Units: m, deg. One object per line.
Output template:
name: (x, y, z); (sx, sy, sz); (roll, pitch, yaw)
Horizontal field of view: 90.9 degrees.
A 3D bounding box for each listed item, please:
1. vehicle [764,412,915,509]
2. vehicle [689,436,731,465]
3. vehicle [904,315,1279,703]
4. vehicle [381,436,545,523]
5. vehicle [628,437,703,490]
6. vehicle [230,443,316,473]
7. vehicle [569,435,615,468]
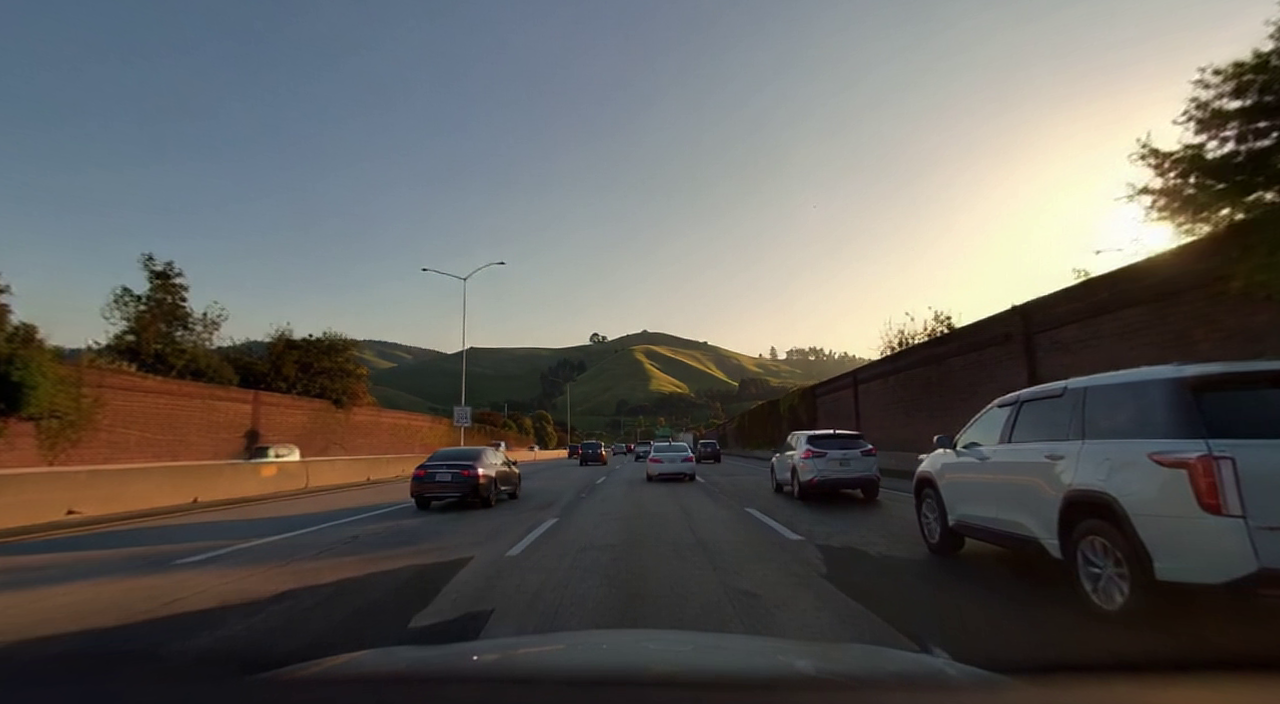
vehicle: (4.348, 2.444, 14.657); (1.970, 1.872, 4.575); (0, -8, 0)
vehicle: (3.897, 5.545, 35.582); (1.855, 1.513, 3.915); (0, -8, -1)
vehicle: (3.768, 1.005, 4.429); (1.930, 1.831, 4.344); (0, -8, 0)
vehicle: (-3.321, 2.465, 12.858); (1.961, 1.456, 4.362); (0, -8, 1)
vehicle: (0.688, 3.402, 19.677); (2.105, 1.471, 3.978); (0, -8, -1)
vehicle: (-21.592, 6.236, 37.389); (2.044, 1.674, 4.991); (0, -8, 0)
vehicle: (-2.716, 5.824, 37.193); (2.154, 1.793, 4.736); (0, -8, 2)
